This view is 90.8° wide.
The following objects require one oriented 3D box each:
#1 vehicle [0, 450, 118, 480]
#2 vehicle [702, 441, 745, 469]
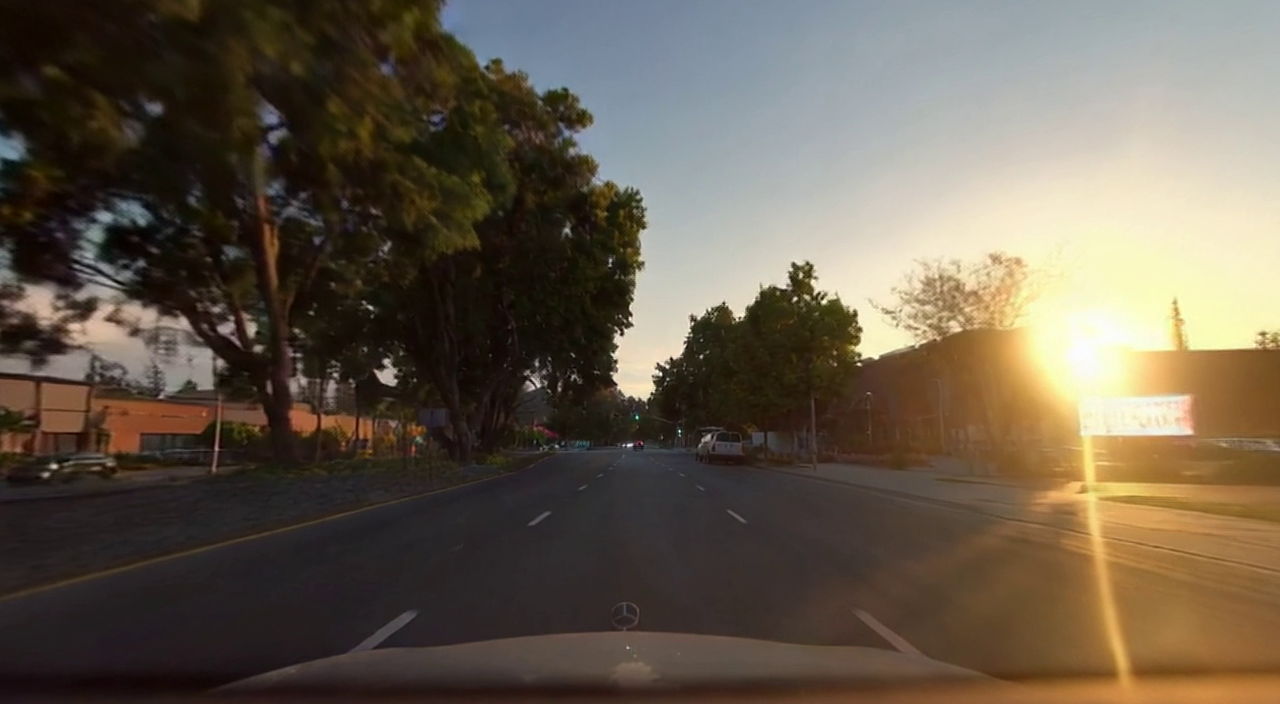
[{"bbox_3d":[-30.440,5.925,33.089,4.341,1.465,2.304,-2,-9,9],"label":"vehicle"},{"bbox_3d":[6.285,7.845,48.366,2.347,1.963,5.940,0,-8,-1],"label":"vehicle"}]
